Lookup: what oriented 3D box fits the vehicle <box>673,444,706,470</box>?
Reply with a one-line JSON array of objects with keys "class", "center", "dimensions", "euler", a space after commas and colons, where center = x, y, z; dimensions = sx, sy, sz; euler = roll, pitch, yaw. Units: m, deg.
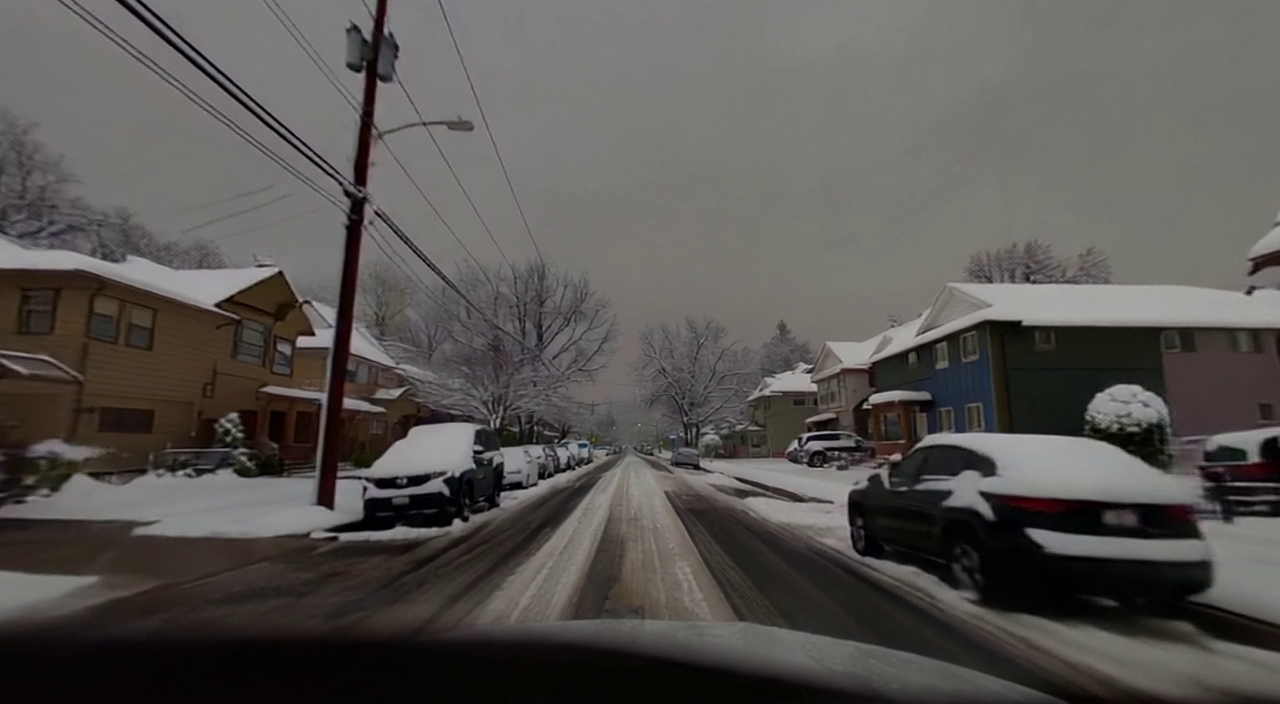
[{"class": "vehicle", "center": [3.235, 6.960, 42.115], "dimensions": [1.916, 1.587, 3.986], "euler": [0, -9, 0]}]

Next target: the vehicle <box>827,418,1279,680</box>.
[{"class": "vehicle", "center": [3.535, 1.505, 6.044], "dimensions": [2.019, 1.536, 4.405], "euler": [0, -9, -2]}]

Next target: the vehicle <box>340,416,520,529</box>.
[{"class": "vehicle", "center": [-4.024, 2.410, 13.234], "dimensions": [2.057, 1.887, 5.053], "euler": [0, -9, -1]}]

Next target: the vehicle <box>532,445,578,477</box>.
[{"class": "vehicle", "center": [-4.233, 5.490, 32.058], "dimensions": [1.745, 1.490, 4.304], "euler": [0, -9, 0]}]
